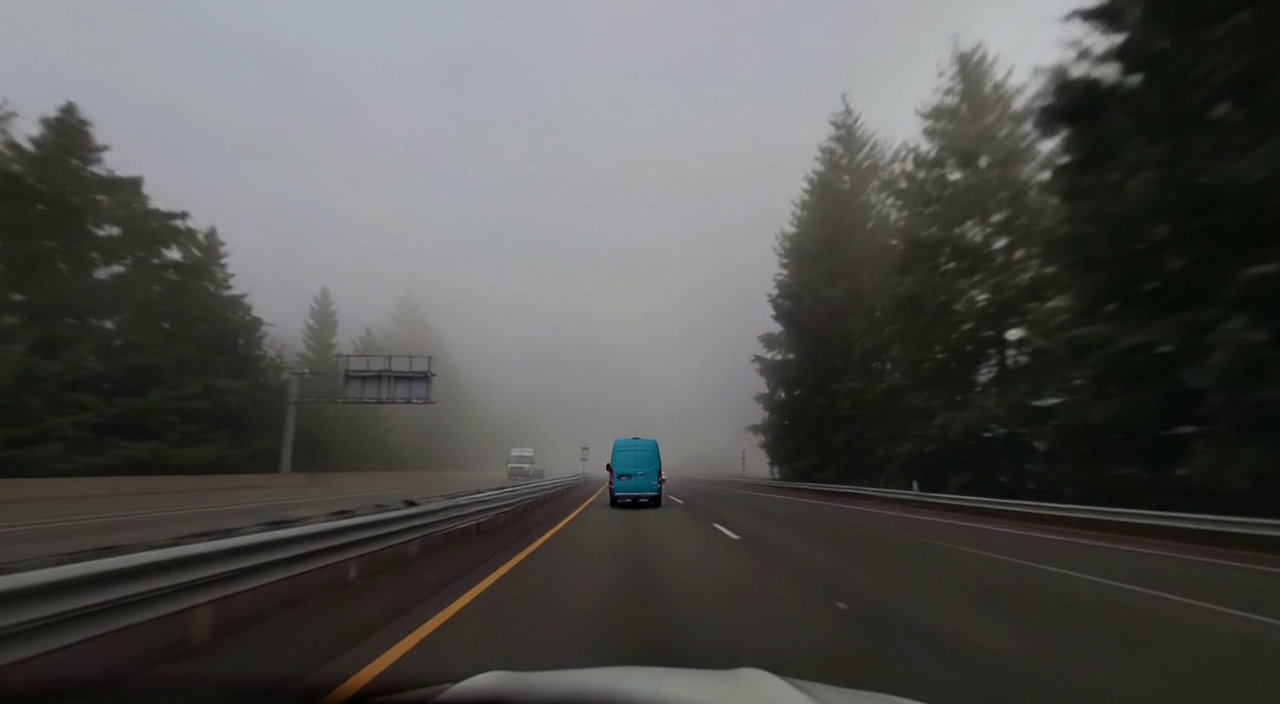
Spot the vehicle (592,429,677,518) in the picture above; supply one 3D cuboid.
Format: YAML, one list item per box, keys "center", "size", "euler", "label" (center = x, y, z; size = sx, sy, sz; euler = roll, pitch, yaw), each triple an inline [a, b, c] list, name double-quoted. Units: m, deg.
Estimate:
- center: [-0.304, 3.980, 20.882]
  size: [2.375, 2.432, 6.161]
  euler: [1, -10, -3]
  label: "vehicle"
